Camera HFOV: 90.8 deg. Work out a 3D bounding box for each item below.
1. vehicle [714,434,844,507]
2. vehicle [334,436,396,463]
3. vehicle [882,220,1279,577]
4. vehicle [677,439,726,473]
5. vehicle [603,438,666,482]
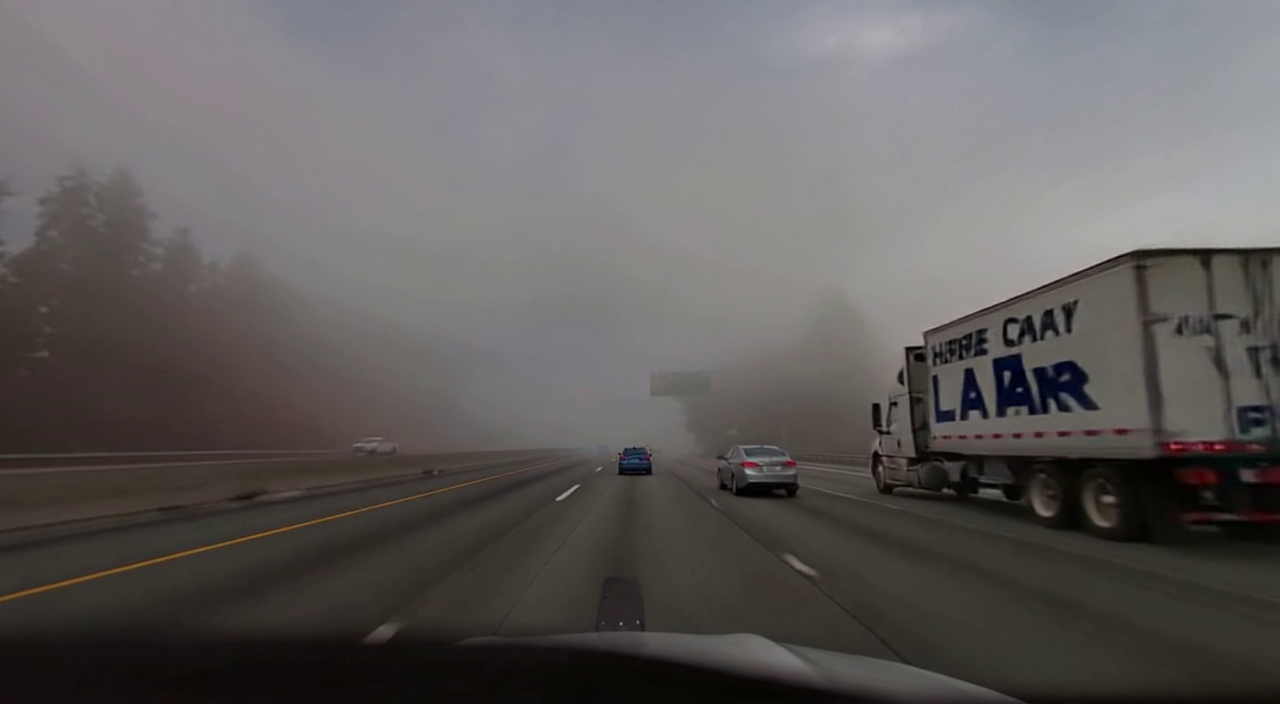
[{"bbox_3d":[3.213,2.862,15.711,1.993,1.504,4.781,0,-9,-2],"label":"vehicle"},{"bbox_3d":[-18.190,6.486,42.098,2.149,1.701,4.541,0,-9,-1],"label":"vehicle"},{"bbox_3d":[7.340,1.051,10.750,2.799,3.655,8.627,0,-9,-1],"label":"vehicle"},{"bbox_3d":[2.919,5.040,30.780,1.856,1.517,4.198,0,-9,-2],"label":"vehicle"},{"bbox_3d":[-0.216,3.918,23.166,2.098,1.475,3.997,0,-9,-1],"label":"vehicle"}]
